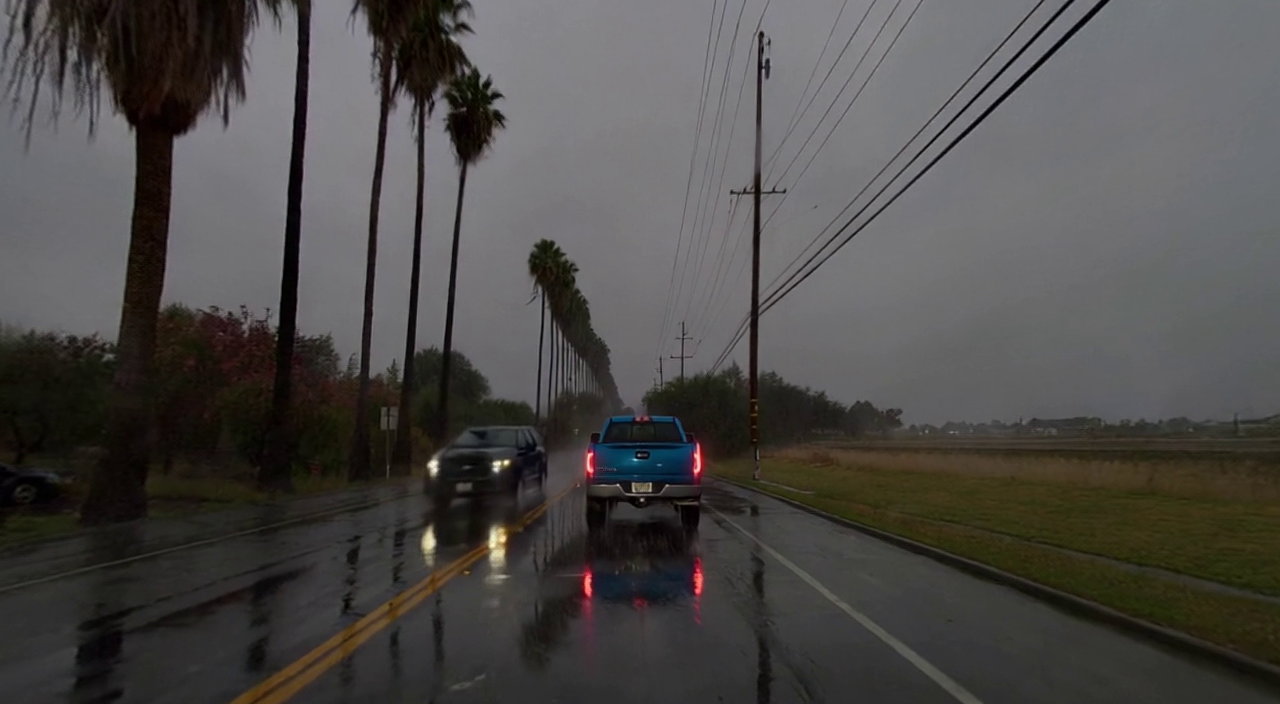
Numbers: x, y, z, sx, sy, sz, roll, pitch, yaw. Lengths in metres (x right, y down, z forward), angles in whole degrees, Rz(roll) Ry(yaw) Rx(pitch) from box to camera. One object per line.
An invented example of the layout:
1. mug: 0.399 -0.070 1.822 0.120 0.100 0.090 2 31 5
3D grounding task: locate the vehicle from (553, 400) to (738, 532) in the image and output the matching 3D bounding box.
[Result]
1. vehicle: 0.053 2.177 12.615 2.803 2.005 5.885 0 -8 -1

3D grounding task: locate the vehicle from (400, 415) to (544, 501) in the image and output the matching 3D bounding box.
1. vehicle: -4.438 2.955 17.867 2.590 2.032 5.566 0 -8 -1
